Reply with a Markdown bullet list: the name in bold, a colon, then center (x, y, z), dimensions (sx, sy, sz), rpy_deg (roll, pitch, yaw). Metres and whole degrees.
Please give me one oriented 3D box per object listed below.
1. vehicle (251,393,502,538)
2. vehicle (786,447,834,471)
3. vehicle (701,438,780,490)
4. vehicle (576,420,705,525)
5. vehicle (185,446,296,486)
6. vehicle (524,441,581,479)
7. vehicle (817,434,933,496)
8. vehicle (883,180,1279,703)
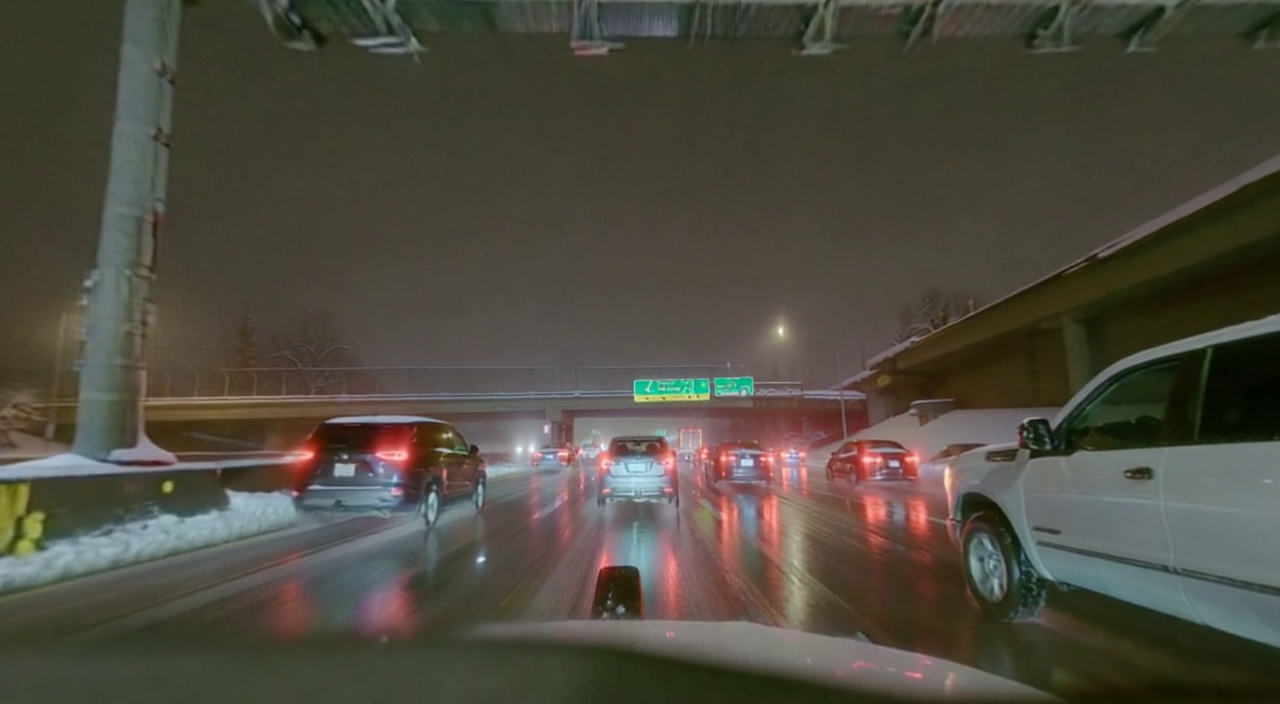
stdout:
- **vehicle**: center (-4.563, 2.131, 12.389), dimensions (2.212, 2.101, 6.052), rpy_deg (0, -9, 1)
- **vehicle**: center (11.660, 7.363, 43.507), dimensions (1.797, 1.557, 4.653), rpy_deg (1, -9, -3)
- **vehicle**: center (3.485, 3.999, 22.793), dimensions (2.022, 1.633, 4.651), rpy_deg (1, -9, -1)
- **vehicle**: center (0.025, 2.380, 12.874), dimensions (2.181, 1.756, 4.167), rpy_deg (0, -9, 0)
- **vehicle**: center (-18.412, 5.241, 29.335), dimensions (2.022, 1.659, 4.620), rpy_deg (0, -9, 1)
- **vehicle**: center (-4.106, 5.149, 30.295), dimensions (1.982, 1.655, 4.604), rpy_deg (0, -9, 1)
- **vehicle**: center (7.583, 3.689, 20.926), dimensions (2.054, 1.769, 4.693), rpy_deg (0, -9, 0)
- **vehicle**: center (3.474, 0.671, 3.285), dimensions (2.300, 2.242, 5.327), rpy_deg (0, -9, 0)
